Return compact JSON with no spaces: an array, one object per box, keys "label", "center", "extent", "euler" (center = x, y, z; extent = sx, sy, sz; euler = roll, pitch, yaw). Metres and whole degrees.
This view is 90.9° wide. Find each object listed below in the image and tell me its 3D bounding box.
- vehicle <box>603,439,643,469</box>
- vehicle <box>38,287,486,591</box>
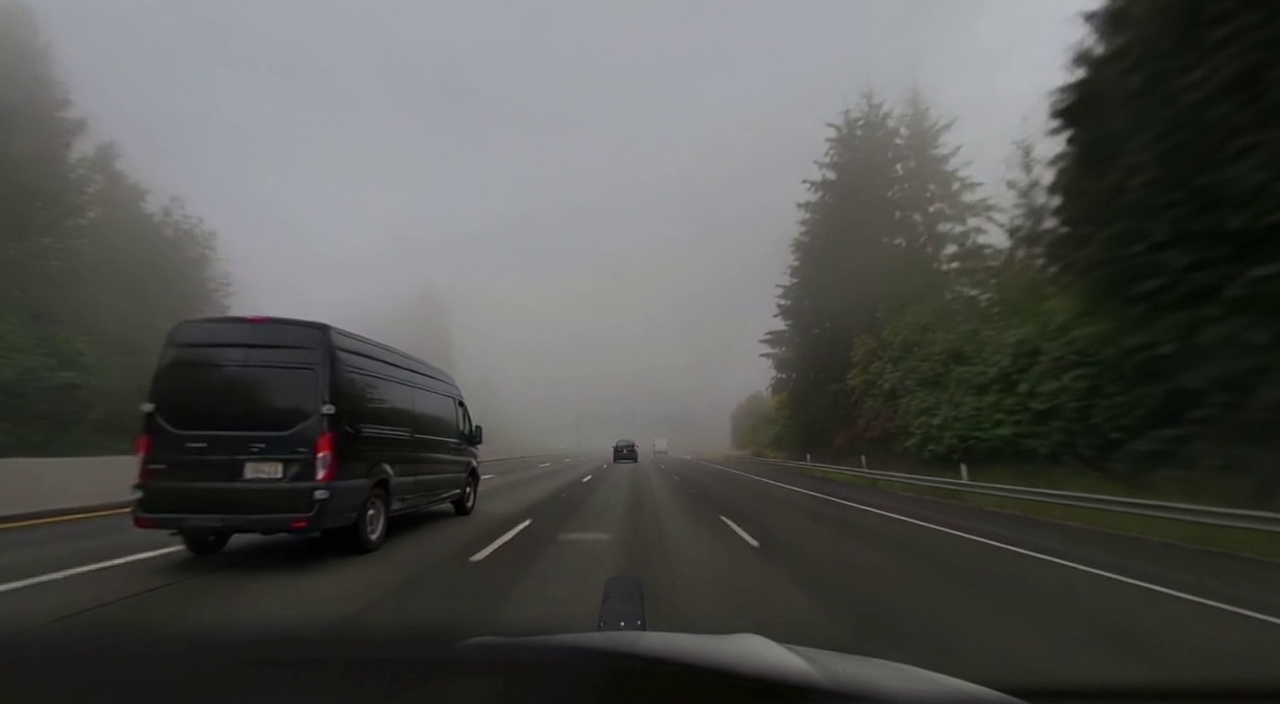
[{"label":"vehicle","center":[-0.940,6.078,37.618],"extent":[2.183,1.662,3.968],"euler":[0,-9,1]},{"label":"vehicle","center":[-4.094,1.190,8.692],"extent":[2.382,2.736,5.982],"euler":[0,-9,0]}]
